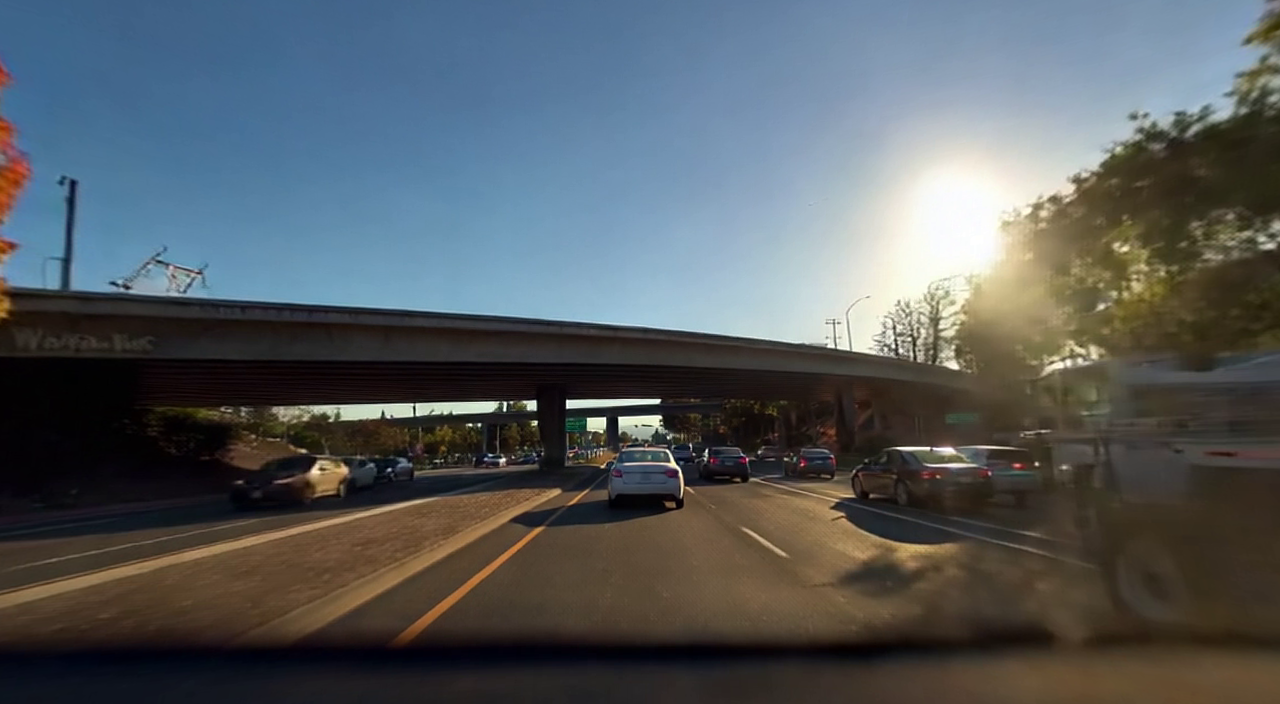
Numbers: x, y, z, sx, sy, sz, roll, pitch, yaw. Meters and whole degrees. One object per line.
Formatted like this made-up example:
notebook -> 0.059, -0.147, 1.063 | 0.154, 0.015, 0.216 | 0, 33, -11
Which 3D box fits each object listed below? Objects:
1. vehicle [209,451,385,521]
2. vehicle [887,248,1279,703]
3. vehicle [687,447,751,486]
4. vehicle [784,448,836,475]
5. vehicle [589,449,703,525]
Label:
vehicle -> -8.727, 3.405, 16.705 | 2.010, 1.524, 4.705 | 0, -9, 0
vehicle -> 3.509, 0.735, 2.482 | 2.719, 2.033, 5.876 | 0, -9, 0
vehicle -> 3.165, 4.677, 26.186 | 1.962, 1.431, 4.205 | 0, -9, -2
vehicle -> 9.884, 6.365, 36.972 | 1.839, 1.453, 3.992 | 0, -9, -1
vehicle -> 0.085, 2.709, 13.229 | 2.027, 1.341, 3.775 | 0, -9, -1
